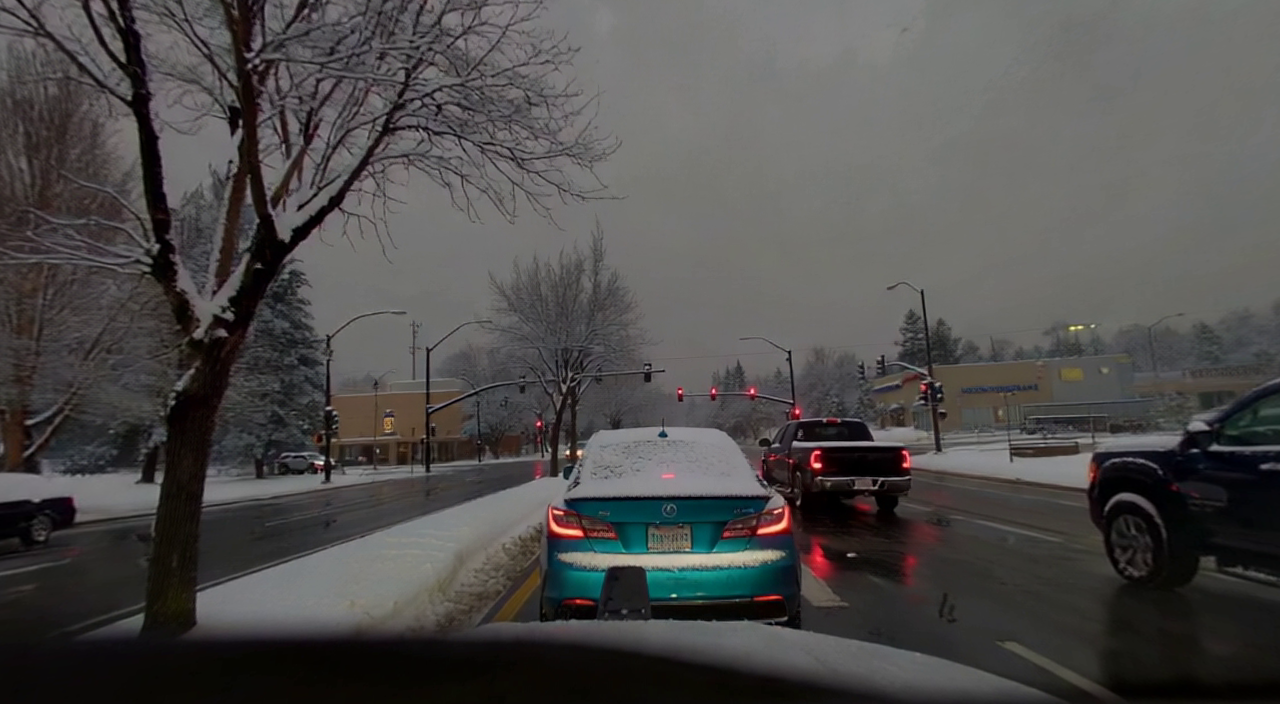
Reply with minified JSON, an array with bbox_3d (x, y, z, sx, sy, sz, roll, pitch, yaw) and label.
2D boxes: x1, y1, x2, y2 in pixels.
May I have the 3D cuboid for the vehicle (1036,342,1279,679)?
[{"bbox_3d":[4.461,0.809,3.125,2.019,1.803,4.634,-1,-8,1],"label":"vehicle"}]

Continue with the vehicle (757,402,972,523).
[{"bbox_3d":[4.171,2.209,13.120,2.319,1.930,5.651,0,-8,-1],"label":"vehicle"}]

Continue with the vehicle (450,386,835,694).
[{"bbox_3d":[-0.017,1.324,5.539,2.116,1.677,3.948,0,-8,-1],"label":"vehicle"}]

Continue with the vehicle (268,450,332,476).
[{"bbox_3d":[-24.063,7.843,44.822,1.798,1.706,4.385,-1,-8,6],"label":"vehicle"}]
